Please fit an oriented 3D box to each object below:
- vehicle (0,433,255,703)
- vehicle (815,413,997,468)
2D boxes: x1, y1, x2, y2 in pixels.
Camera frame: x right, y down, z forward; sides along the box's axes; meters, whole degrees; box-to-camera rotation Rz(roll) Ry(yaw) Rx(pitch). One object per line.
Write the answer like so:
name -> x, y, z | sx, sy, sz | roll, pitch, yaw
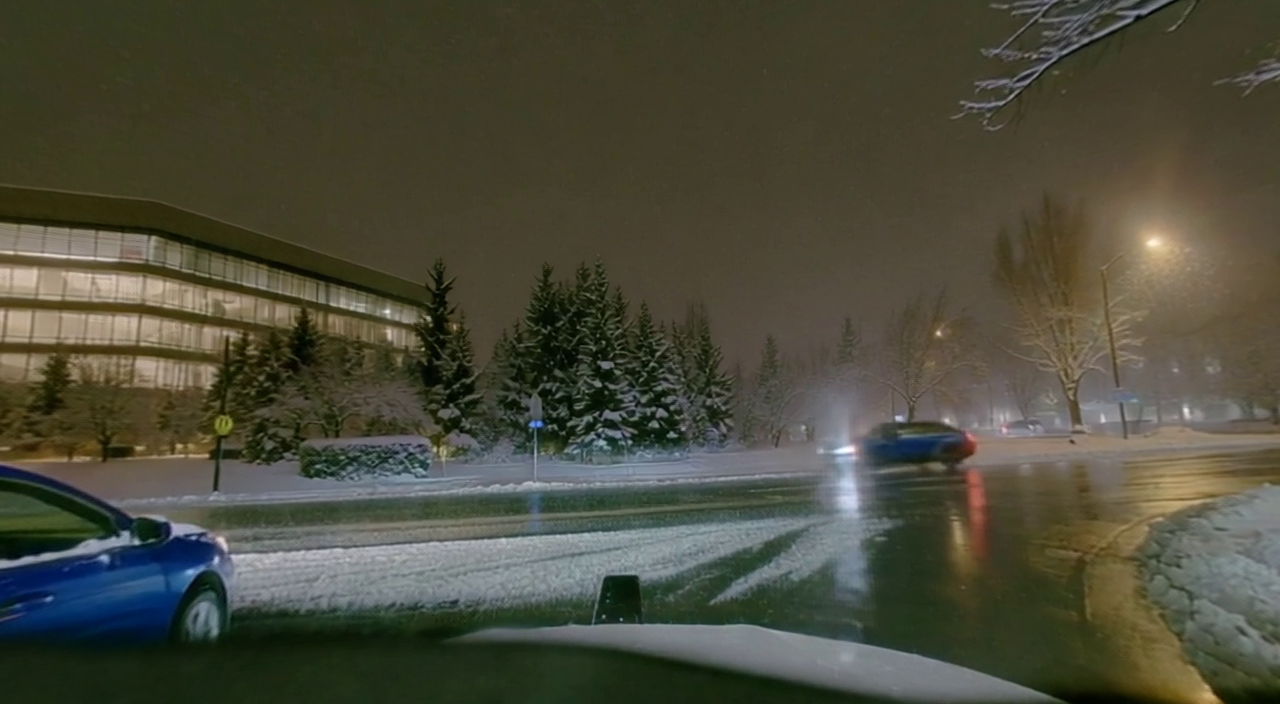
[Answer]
vehicle -> -3.325, 0.957, 1.887 | 2.069, 1.413, 5.006 | 1, -8, -11
vehicle -> 8.083, 2.703, 19.406 | 4.788, 1.548, 1.965 | 1, -8, -11
